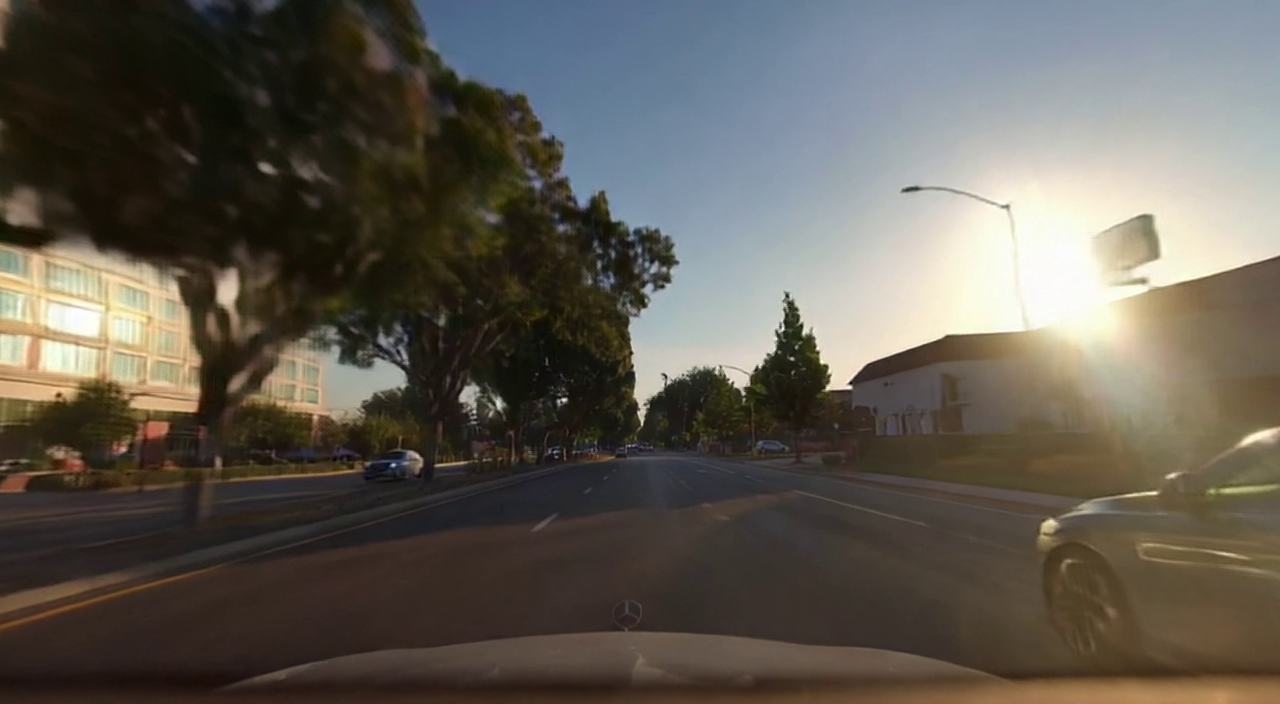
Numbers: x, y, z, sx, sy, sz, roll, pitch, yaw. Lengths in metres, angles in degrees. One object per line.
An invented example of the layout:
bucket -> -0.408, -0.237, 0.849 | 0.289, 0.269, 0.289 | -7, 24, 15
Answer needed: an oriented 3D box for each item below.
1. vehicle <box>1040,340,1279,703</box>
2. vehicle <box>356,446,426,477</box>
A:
vehicle -> 3.267, 0.659, 1.167 | 2.090, 1.685, 4.436 | 0, -9, 0
vehicle -> -16.845, 7.395, 42.906 | 2.193, 1.936, 5.819 | 0, -9, 2
